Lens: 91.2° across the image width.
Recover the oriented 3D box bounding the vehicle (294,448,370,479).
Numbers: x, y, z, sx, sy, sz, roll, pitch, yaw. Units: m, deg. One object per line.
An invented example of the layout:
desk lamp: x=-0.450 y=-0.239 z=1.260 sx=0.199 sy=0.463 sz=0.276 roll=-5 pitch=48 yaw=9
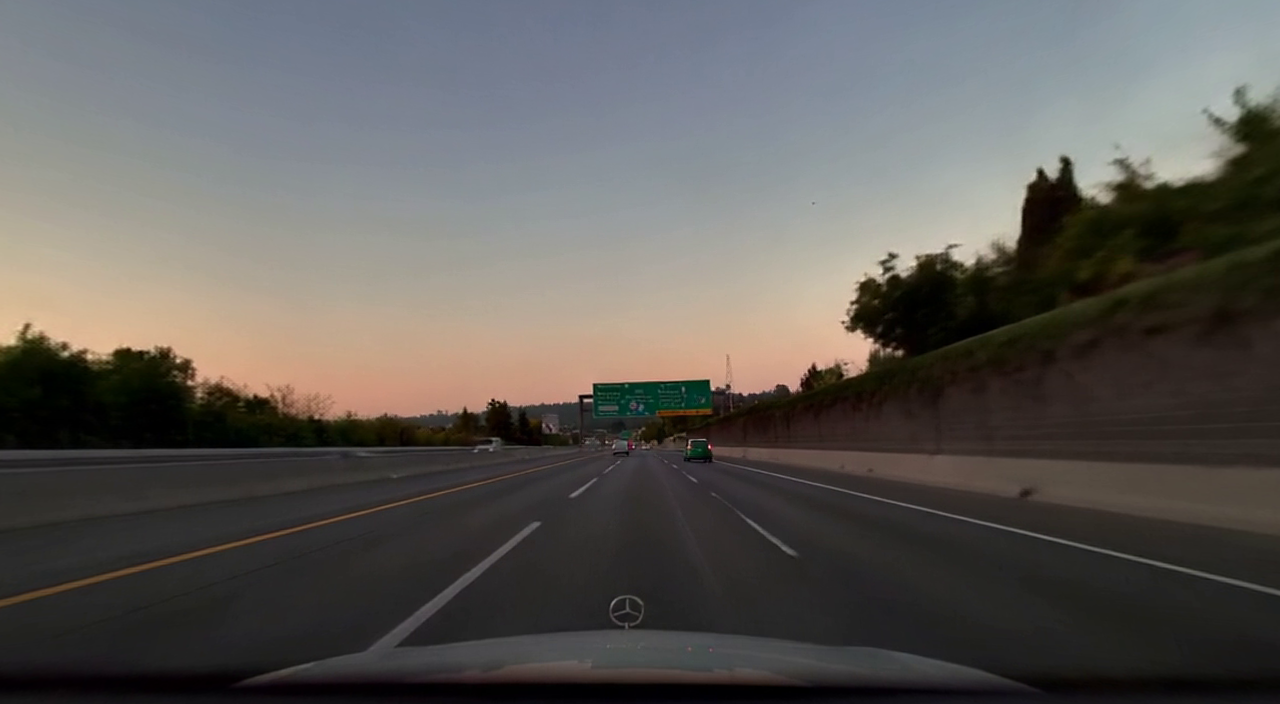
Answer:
vehicle: x=-16.461 y=5.958 z=33.813 sx=1.899 sy=1.568 sz=4.182 roll=0 pitch=-8 yaw=1

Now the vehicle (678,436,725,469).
vehicle: x=3.373 y=5.634 z=35.361 sx=2.202 sy=1.682 sz=4.188 roll=0 pitch=-8 yaw=0
